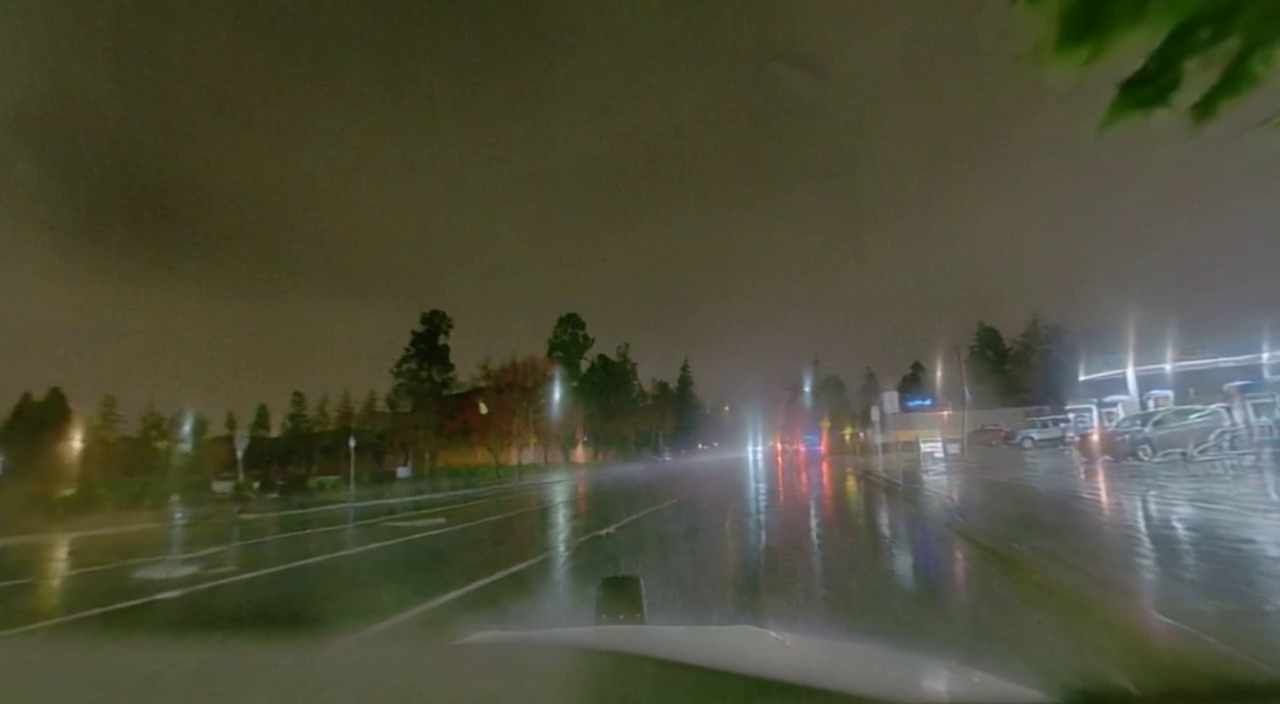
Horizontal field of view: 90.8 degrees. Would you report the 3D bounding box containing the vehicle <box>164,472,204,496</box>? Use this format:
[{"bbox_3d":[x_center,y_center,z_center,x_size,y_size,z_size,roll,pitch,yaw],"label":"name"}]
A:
[{"bbox_3d":[-33.181,9.566,45.883,1.776,1.507,3.929,8,-12,-42],"label":"vehicle"}]

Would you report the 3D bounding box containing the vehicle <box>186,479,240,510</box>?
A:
[{"bbox_3d":[-24.405,8.050,35.993,1.837,1.460,4.672,6,-12,-41],"label":"vehicle"}]

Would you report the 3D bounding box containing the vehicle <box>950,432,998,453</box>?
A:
[{"bbox_3d":[23.043,6.292,43.754,1.919,1.411,4.440,-3,-9,15],"label":"vehicle"}]

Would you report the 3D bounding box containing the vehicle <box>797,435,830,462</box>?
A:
[{"bbox_3d":[12.908,7.207,47.057,2.194,1.896,5.049,-3,-9,14],"label":"vehicle"}]
